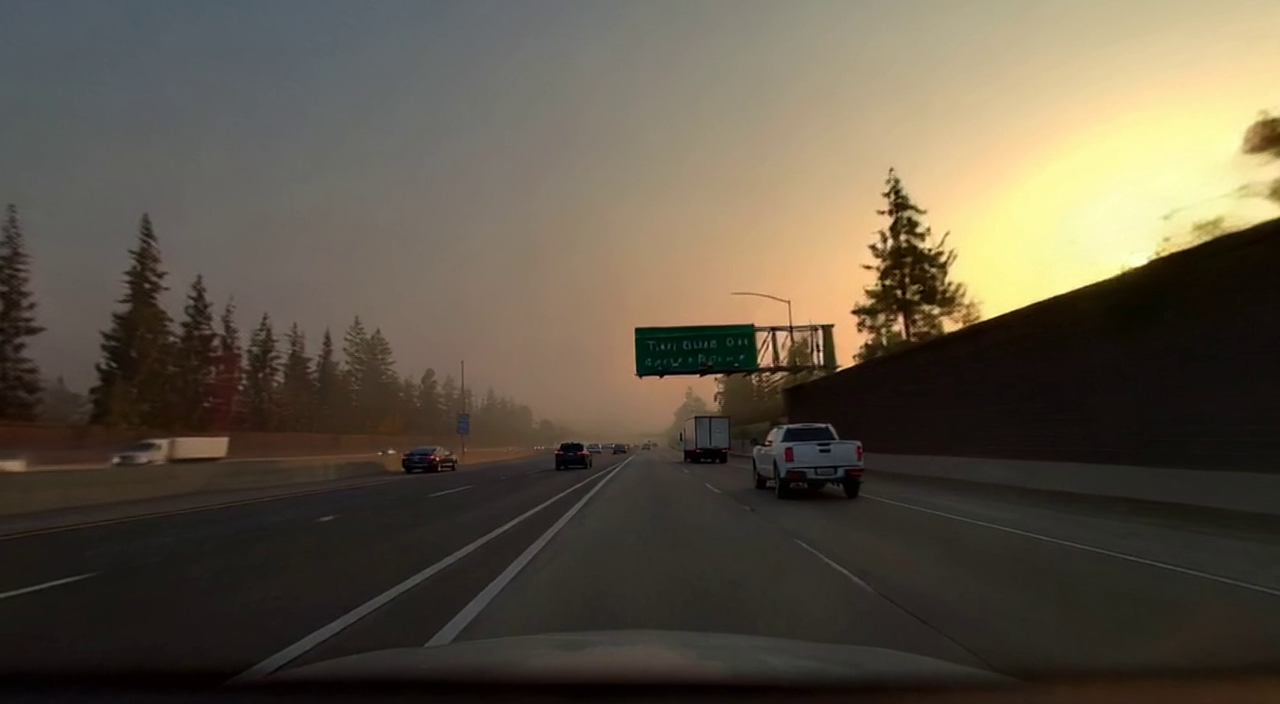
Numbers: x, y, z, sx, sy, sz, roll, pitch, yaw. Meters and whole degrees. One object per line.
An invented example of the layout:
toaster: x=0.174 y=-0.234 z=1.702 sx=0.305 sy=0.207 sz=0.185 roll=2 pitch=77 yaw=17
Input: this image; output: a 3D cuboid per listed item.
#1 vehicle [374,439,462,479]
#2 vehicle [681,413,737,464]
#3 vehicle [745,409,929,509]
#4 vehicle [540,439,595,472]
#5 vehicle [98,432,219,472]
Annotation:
vehicle: x=-8.902 y=4.298 z=25.748 sx=1.899 sy=1.465 sz=4.589 roll=0 pitch=-8 yaw=0
vehicle: x=4.377 y=5.721 z=41.505 sx=2.732 sy=3.052 sz=7.118 roll=0 pitch=-8 yaw=-1
vehicle: x=4.382 y=2.564 z=15.594 sx=2.355 sy=1.930 sz=6.633 roll=0 pitch=-8 yaw=-1
vehicle: x=-3.410 y=4.945 z=30.423 sx=1.981 sy=1.473 sz=4.317 roll=0 pitch=-8 yaw=2
vehicle: x=-35.823 y=7.474 z=47.413 sx=2.699 sy=2.732 sz=7.805 roll=0 pitch=-8 yaw=2
